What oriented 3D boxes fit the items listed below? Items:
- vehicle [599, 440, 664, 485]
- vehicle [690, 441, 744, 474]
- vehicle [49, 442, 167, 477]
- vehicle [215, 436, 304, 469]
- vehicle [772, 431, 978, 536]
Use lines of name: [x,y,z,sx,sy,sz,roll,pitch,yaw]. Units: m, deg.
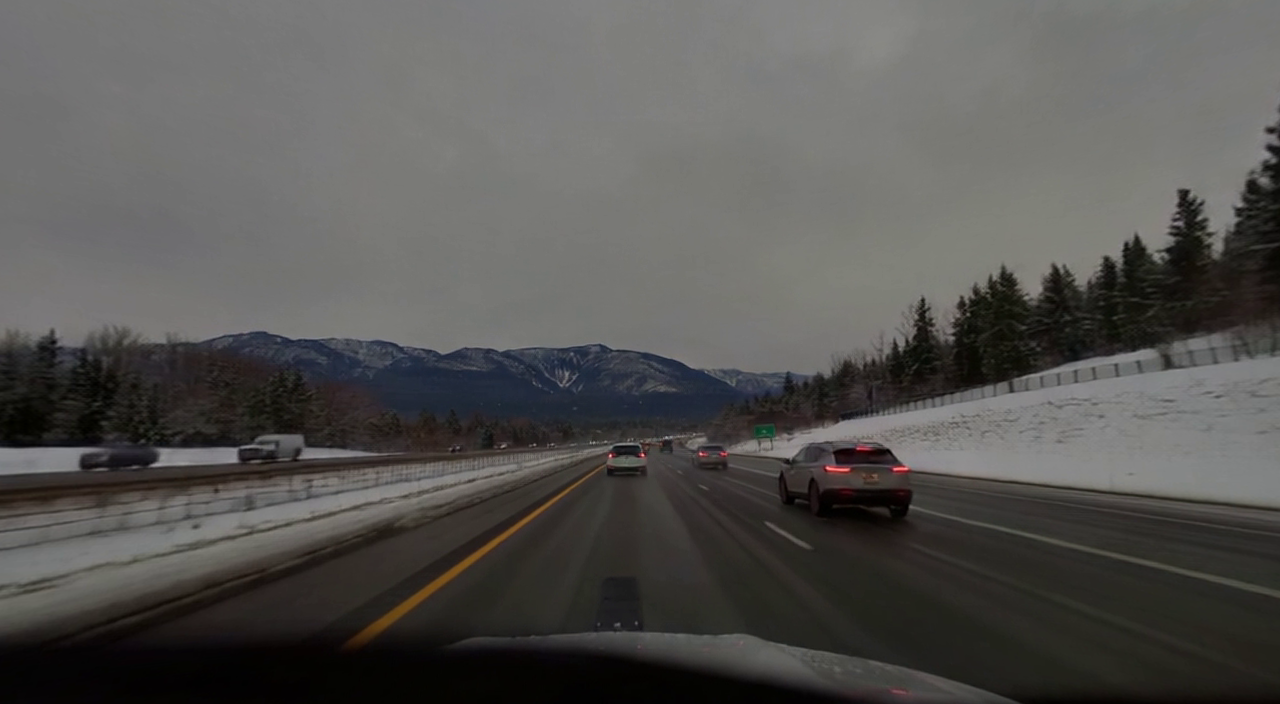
vehicle: [-0.317,3.876,22.450,2.085,1.449,3.860,0,-9,-1]
vehicle: [3.583,4.988,29.914,1.957,1.447,4.241,0,-9,-1]
vehicle: [-28.740,5.822,34.269,1.951,1.745,5.123,0,-9,0]
vehicle: [-24.877,6.621,41.520,2.322,2.013,5.631,0,-9,0]
vehicle: [3.841,2.210,11.241,1.949,1.493,4.272,0,-9,-1]
